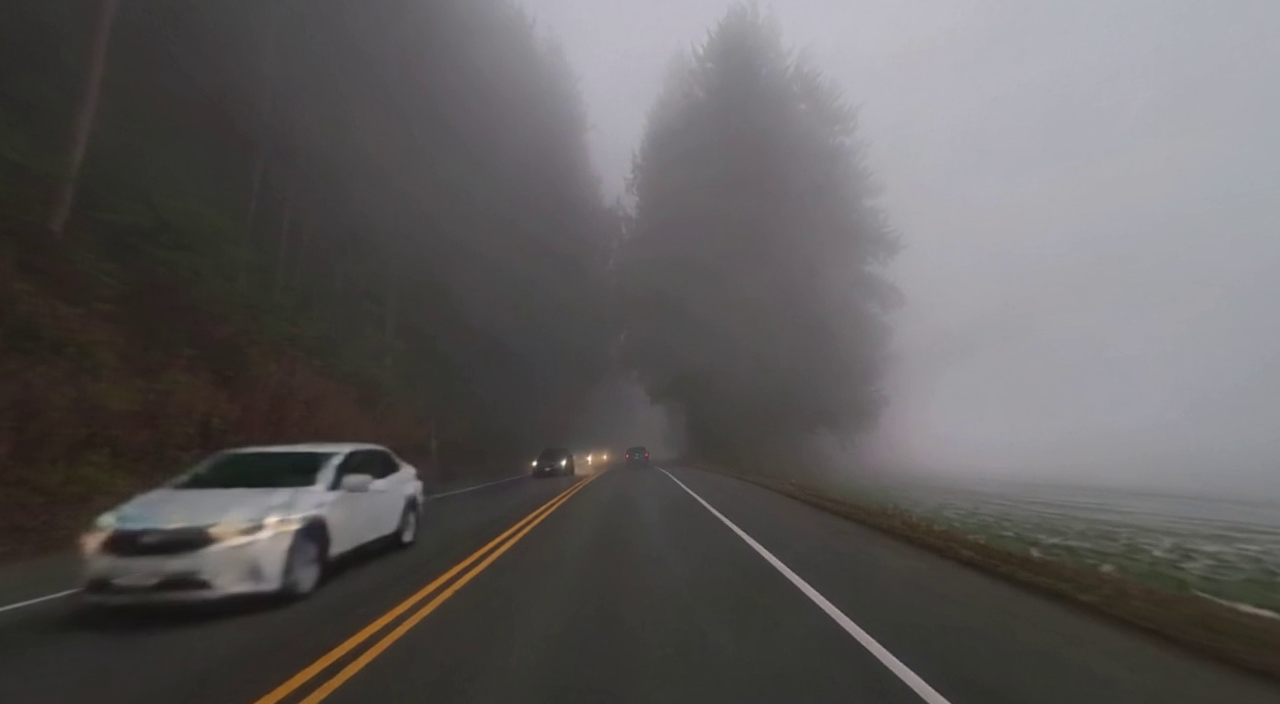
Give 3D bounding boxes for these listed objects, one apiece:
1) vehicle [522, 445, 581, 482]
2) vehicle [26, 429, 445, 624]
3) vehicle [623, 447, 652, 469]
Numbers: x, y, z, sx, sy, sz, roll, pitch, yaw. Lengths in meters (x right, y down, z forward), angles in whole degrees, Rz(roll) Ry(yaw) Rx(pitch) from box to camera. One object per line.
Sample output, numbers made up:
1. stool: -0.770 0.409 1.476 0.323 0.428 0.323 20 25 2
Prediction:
1. vehicle: -3.870 4.947 28.383 1.981 1.486 4.348 -1 -8 0
2. vehicle: -3.913 1.715 7.243 1.987 1.526 4.205 -1 -8 0
3. vehicle: -0.196 7.674 46.116 2.067 1.486 3.861 0 -8 -1
